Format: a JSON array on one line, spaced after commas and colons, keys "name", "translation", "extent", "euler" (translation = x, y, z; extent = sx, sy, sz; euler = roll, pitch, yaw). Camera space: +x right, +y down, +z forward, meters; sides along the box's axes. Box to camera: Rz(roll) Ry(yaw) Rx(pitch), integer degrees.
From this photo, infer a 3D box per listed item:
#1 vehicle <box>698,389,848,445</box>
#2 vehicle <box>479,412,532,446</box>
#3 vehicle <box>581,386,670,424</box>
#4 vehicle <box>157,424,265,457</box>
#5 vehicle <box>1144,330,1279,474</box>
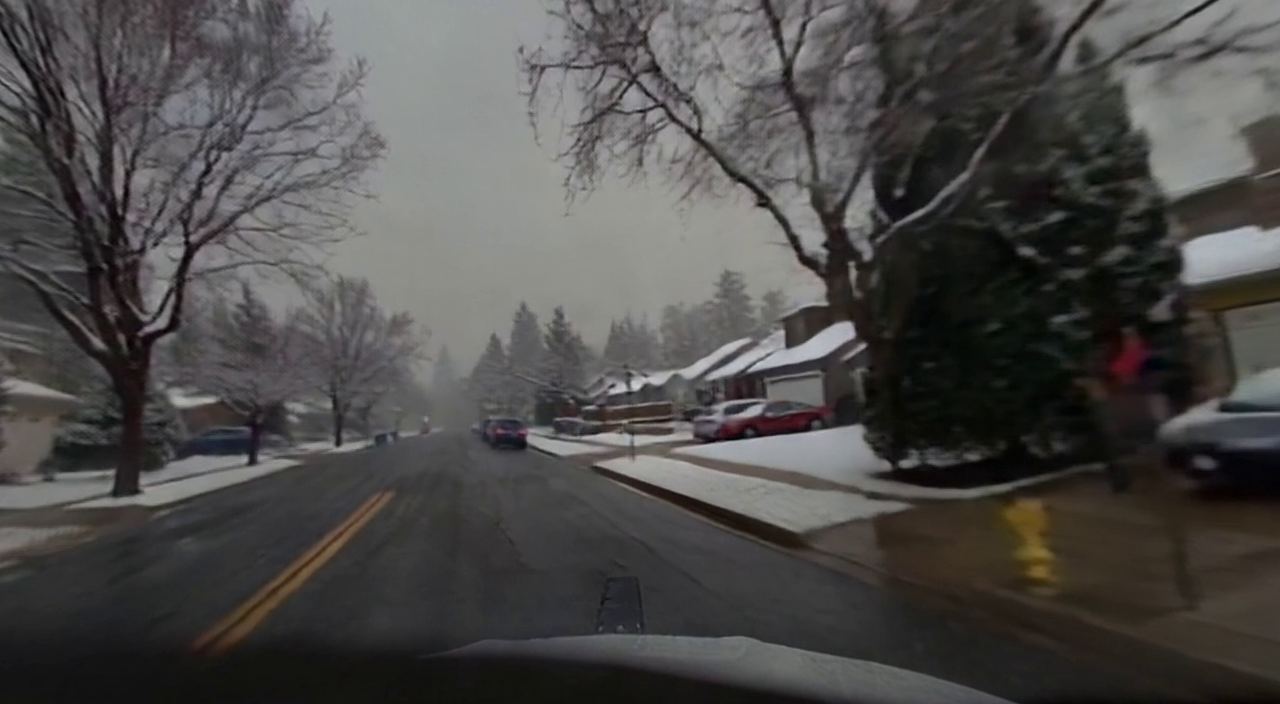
[{"name": "vehicle", "translation": [4.202, 2.132, 20.220], "extent": [4.230, 1.666, 1.978], "euler": [2, -8, -15]}, {"name": "vehicle", "translation": [-6.638, 3.805, 30.846], "extent": [2.009, 1.506, 4.698], "euler": [2, -8, -17]}, {"name": "vehicle", "translation": [-0.926, 3.179, 37.877], "extent": [4.861, 1.911, 2.181], "euler": [0, -12, -16]}, {"name": "vehicle", "translation": [-24.088, 4.996, 35.701], "extent": [4.511, 1.809, 2.018], "euler": [2, -8, -15]}, {"name": "vehicle", "translation": [8.856, 0.652, 7.593], "extent": [4.569, 1.499, 1.917], "euler": [2, -8, -15]}]
